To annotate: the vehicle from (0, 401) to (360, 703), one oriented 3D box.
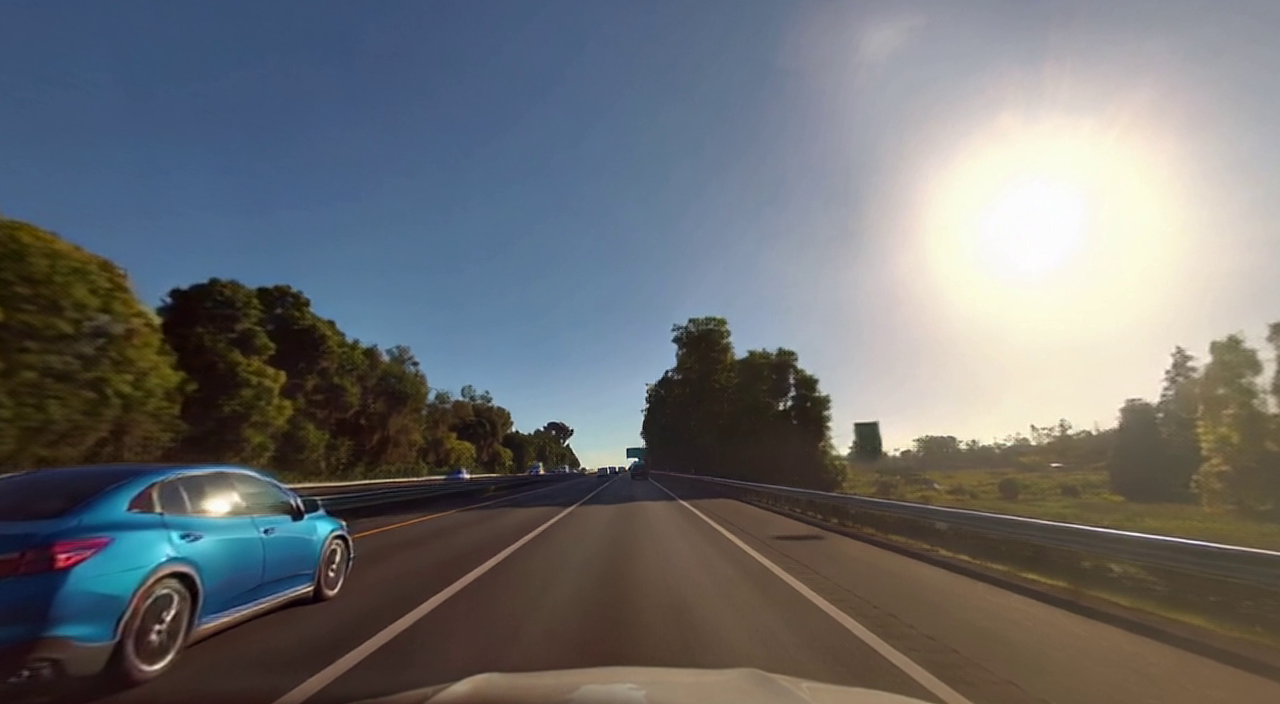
[{"bbox_3d":[-3.644,1.182,3.808,2.017,1.516,4.041,1,-11,0],"label":"vehicle"}]
